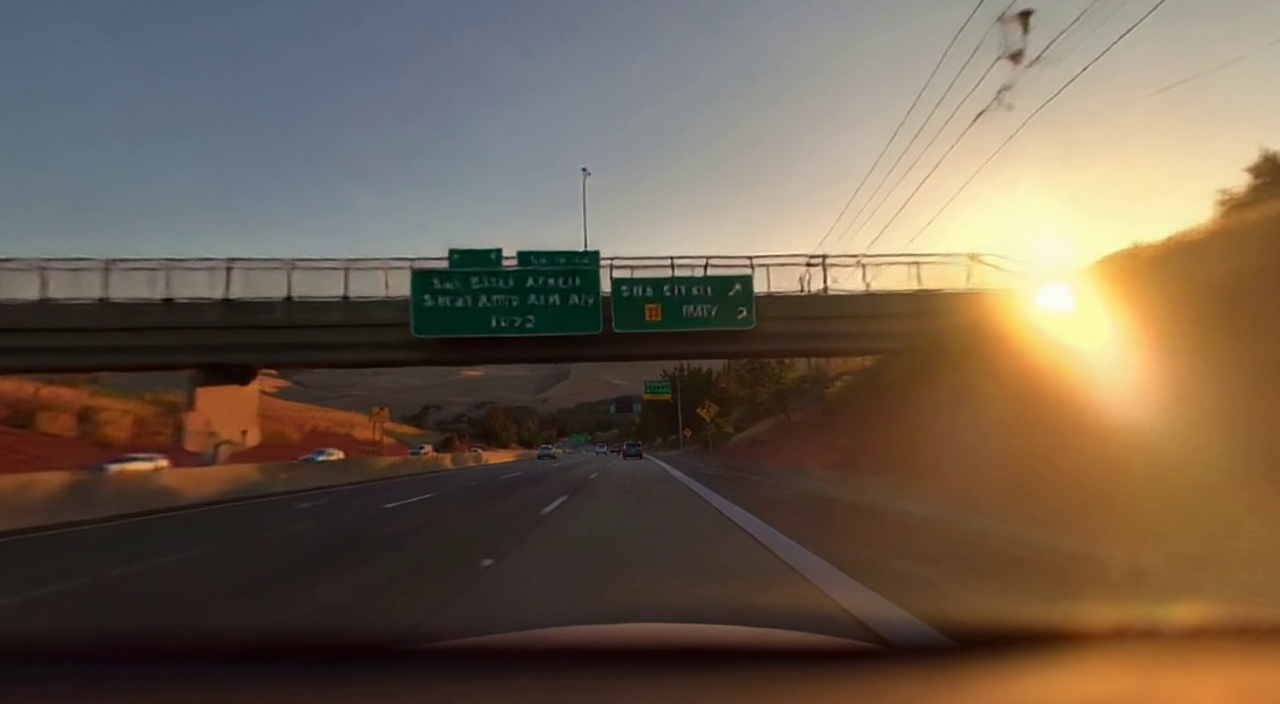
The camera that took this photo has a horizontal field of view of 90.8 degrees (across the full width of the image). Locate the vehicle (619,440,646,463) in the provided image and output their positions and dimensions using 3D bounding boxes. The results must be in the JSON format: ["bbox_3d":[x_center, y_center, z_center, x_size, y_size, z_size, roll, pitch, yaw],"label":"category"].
[{"bbox_3d":[-0.605,7.834,49.995,2.063,1.715,4.299,0,-8,-1],"label":"vehicle"}]

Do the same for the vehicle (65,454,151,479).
[{"bbox_3d":[-36.452,7.821,43.439,1.839,1.424,4.645,0,-8,1],"label":"vehicle"}]
